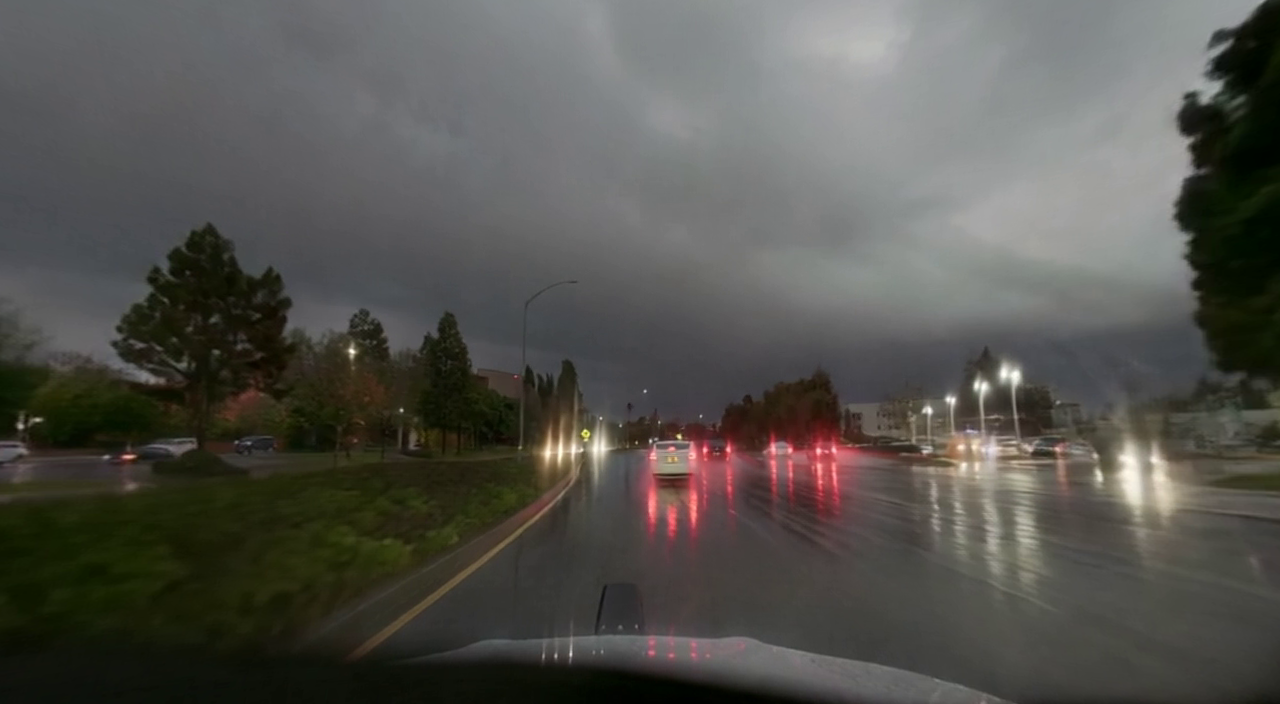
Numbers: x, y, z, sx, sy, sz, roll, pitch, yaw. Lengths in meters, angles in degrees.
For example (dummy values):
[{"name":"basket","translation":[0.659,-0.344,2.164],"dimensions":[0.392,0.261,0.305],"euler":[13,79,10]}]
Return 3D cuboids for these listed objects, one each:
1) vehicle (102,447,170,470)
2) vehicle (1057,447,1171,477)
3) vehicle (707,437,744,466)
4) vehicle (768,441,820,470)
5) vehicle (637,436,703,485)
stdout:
[{"name":"vehicle","translation":[-36.513,7.703,45.741],"dimensions":[1.880,1.535,4.620],"euler":[2,-9,-12]},{"name":"vehicle","translation":[23.176,5.376,30.994],"dimensions":[1.658,1.363,4.223],"euler":[2,-9,-16]},{"name":"vehicle","translation":[5.599,6.555,41.542],"dimensions":[1.976,1.796,4.159],"euler":[0,-8,2]},{"name":"vehicle","translation":[8.534,5.780,35.246],"dimensions":[1.928,1.488,4.361],"euler":[0,-8,1]},{"name":"vehicle","translation":[0.999,3.862,22.729],"dimensions":[2.145,1.603,4.369],"euler":[0,-8,1]}]
